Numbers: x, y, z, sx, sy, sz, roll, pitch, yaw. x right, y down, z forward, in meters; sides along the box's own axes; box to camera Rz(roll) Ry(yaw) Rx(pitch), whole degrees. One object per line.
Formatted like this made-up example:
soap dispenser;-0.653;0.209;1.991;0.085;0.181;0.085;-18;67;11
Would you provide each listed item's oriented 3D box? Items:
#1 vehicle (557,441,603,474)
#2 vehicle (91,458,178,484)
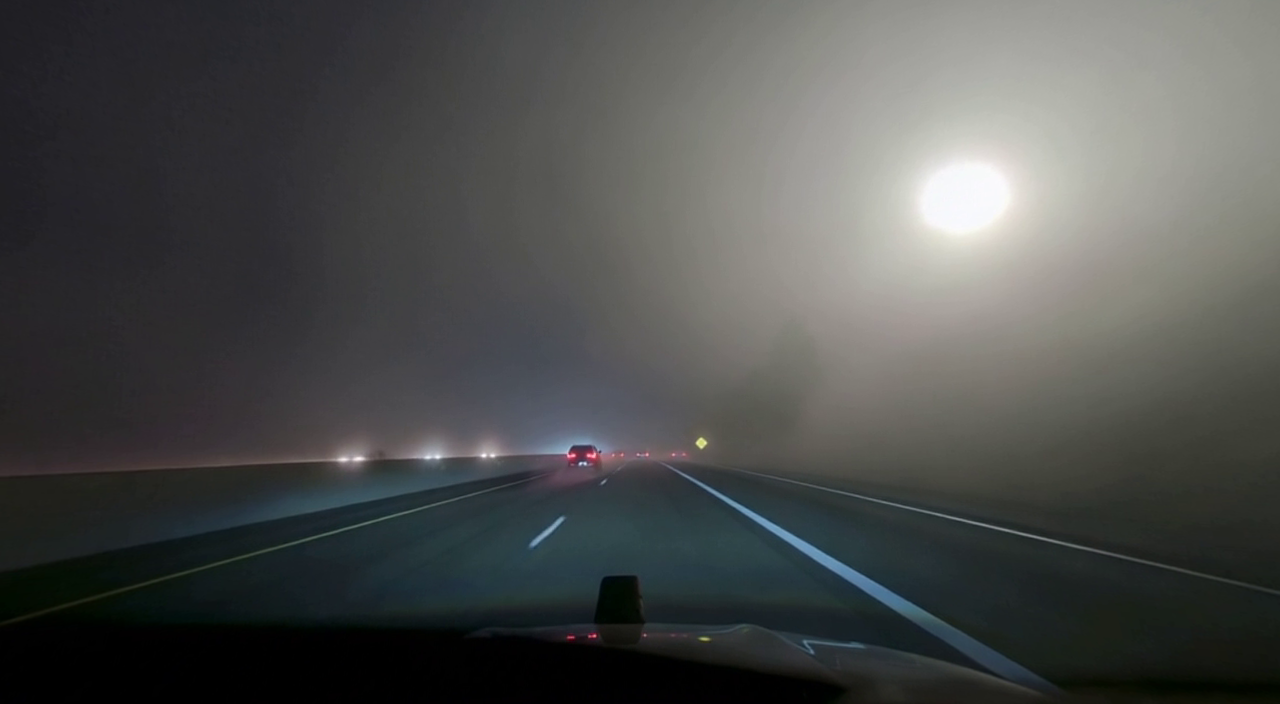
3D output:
vehicle;-3.225;5.767;34.641;2.070;1.707;4.309;0;-9;1
vehicle;-32.688;7.678;40.875;1.849;1.530;4.531;0;-9;0
